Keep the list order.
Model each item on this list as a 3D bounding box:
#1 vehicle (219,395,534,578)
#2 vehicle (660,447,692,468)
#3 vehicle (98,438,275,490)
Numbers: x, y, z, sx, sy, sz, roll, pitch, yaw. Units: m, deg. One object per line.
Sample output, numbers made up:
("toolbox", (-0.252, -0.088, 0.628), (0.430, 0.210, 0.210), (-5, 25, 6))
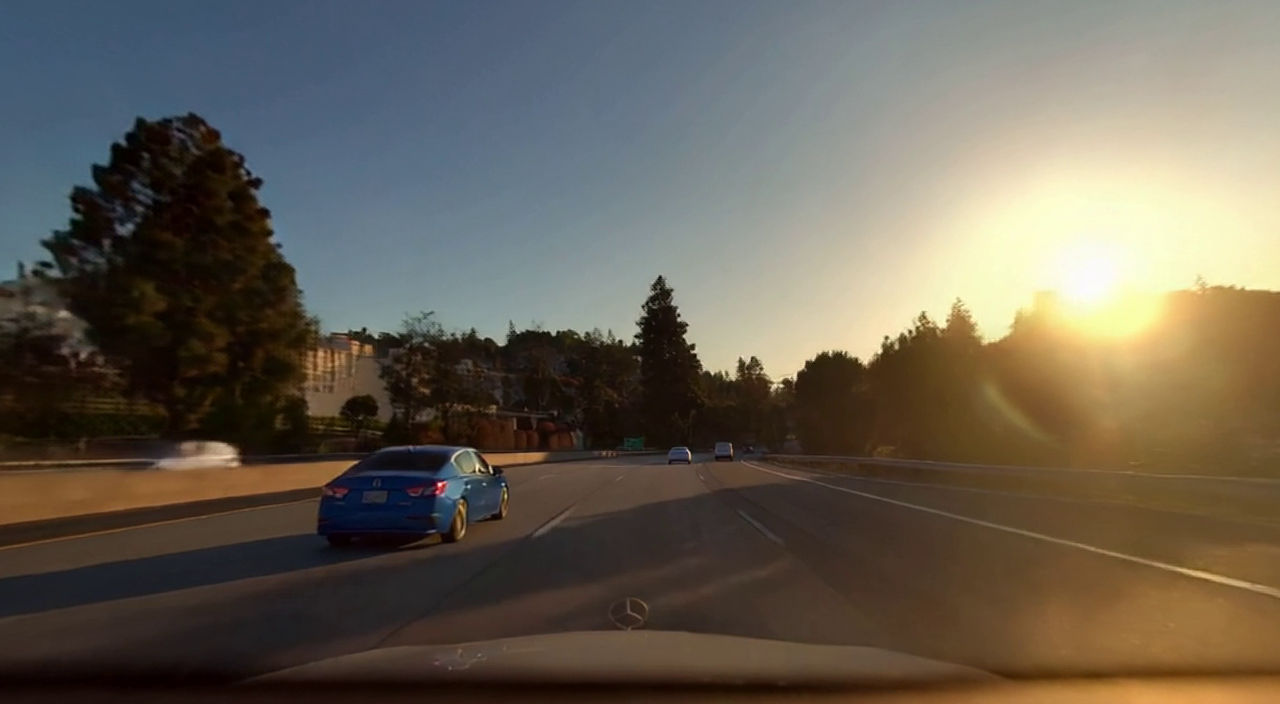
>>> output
("vehicle", (-3.064, 1.718, 8.834), (2.185, 1.823, 4.854), (0, -9, 1))
("vehicle", (2.542, 7.444, 44.658), (2.158, 1.458, 3.656), (0, -9, 3))
("vehicle", (-16.628, 4.138, 23.656), (2.275, 1.685, 5.624), (0, -9, 2))
